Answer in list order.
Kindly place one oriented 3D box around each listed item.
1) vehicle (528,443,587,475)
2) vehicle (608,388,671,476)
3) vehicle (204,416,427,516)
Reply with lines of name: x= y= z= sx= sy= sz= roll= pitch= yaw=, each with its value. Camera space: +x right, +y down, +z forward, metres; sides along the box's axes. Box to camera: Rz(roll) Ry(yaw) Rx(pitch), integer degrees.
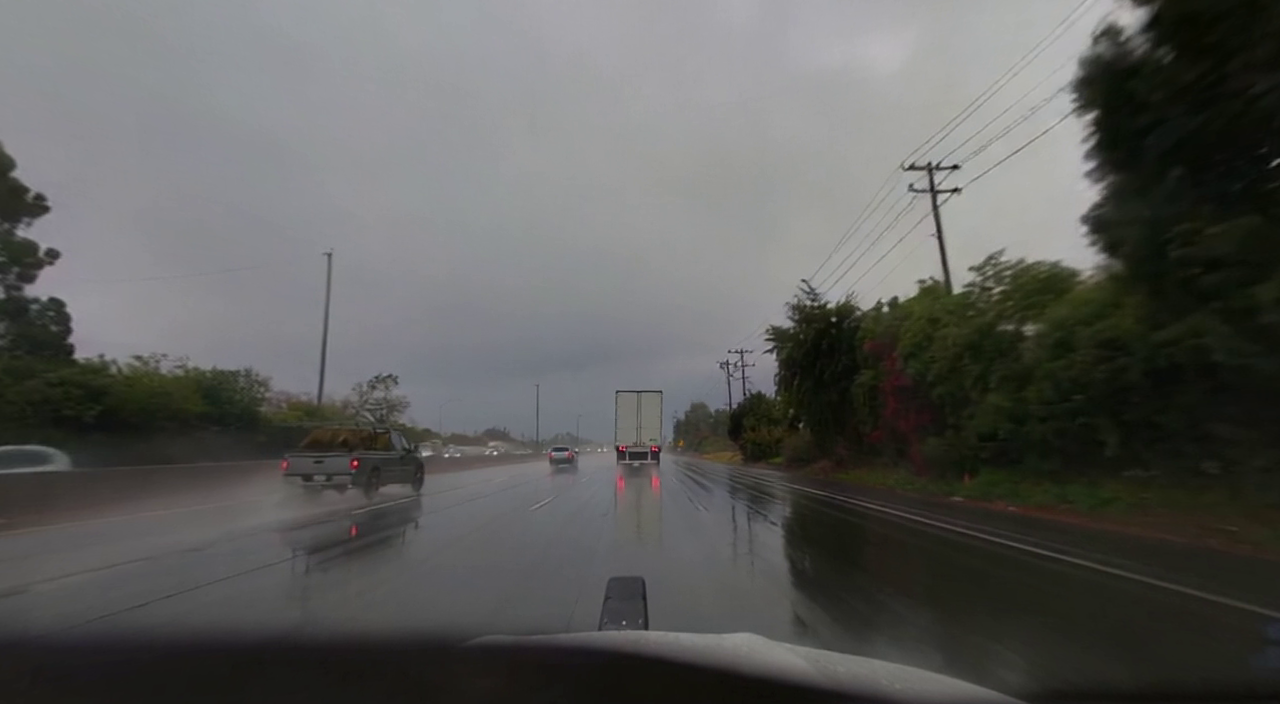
vehicle: x=-4.013 y=5.309 z=31.546 sx=2.138 sy=1.469 sz=4.677 roll=0 pitch=-8 yaw=2
vehicle: x=0.022 y=4.459 z=34.419 sx=2.879 sy=4.027 sz=11.243 roll=0 pitch=-8 yaw=1
vehicle: x=-7.350 y=2.651 z=15.307 sx=2.263 sy=1.936 sz=5.802 roll=0 pitch=-8 yaw=1
